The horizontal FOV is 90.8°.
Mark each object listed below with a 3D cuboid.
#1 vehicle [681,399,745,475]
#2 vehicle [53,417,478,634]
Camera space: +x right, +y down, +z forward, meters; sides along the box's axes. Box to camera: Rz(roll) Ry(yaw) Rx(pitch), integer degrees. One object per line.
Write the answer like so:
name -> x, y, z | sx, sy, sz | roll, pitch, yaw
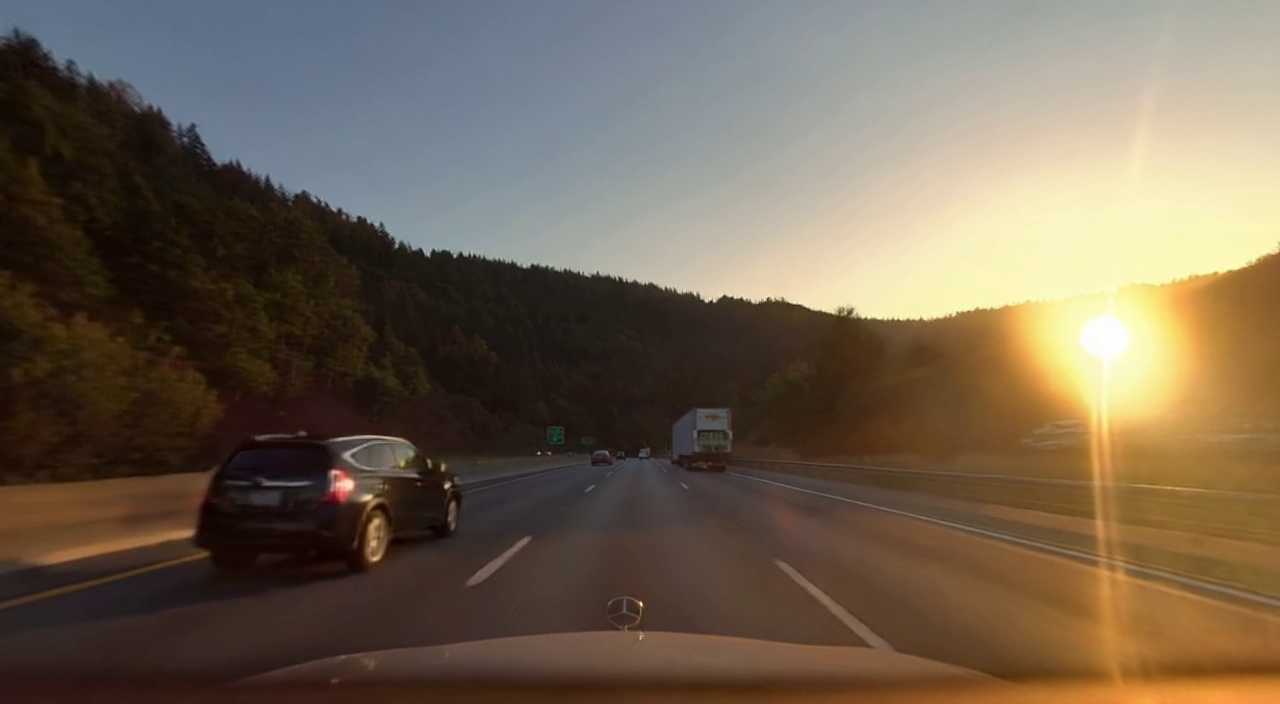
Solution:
vehicle -> 4.074, 4.957, 36.507 | 2.904, 4.001, 5.861 | 0, -9, 0
vehicle -> -3.238, 1.568, 6.648 | 1.944, 1.548, 4.051 | 0, -9, 0
